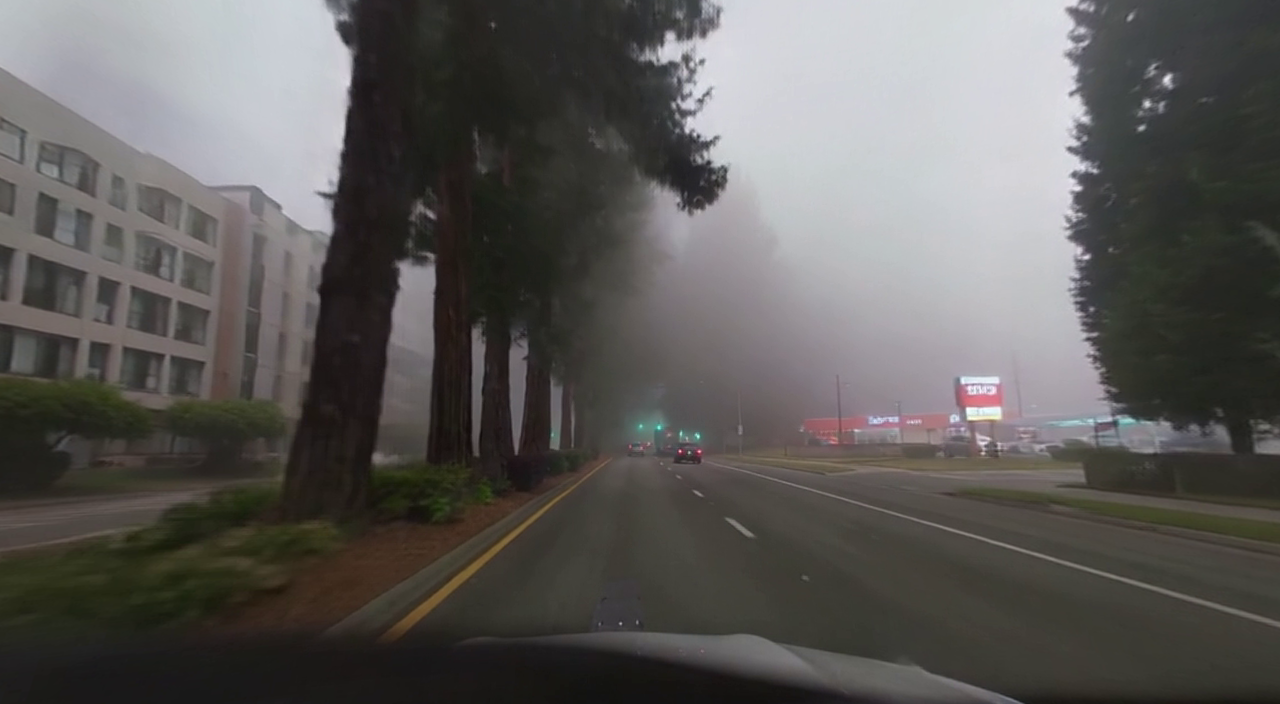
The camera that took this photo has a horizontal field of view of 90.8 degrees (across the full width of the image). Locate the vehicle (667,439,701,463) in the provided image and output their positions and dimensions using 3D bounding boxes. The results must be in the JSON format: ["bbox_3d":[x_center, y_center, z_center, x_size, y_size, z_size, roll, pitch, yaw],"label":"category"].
[{"bbox_3d":[3.154,7.211,46.168,2.041,1.531,4.236,1,-7,-1],"label":"vehicle"}]

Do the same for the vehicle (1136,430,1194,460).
[{"bbox_3d":[36.719,6.455,44.295,2.160,1.948,4.256,-3,-8,27],"label":"vehicle"}]

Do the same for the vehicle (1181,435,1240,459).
[{"bbox_3d":[39.689,6.567,44.059,2.044,1.582,3.586,-3,-8,26],"label":"vehicle"}]

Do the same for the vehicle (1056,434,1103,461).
[{"bbox_3d":[31.730,6.872,45.738,2.269,1.862,4.495,-3,-8,29],"label":"vehicle"}]

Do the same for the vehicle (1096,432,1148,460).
[{"bbox_3d":[34.112,6.630,44.843,2.181,1.901,4.222,-4,-9,28],"label":"vehicle"}]

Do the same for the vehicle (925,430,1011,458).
[{"bbox_3d":[20.615,5.770,39.810,4.210,1.727,2.227,1,-7,-8],"label":"vehicle"}]
